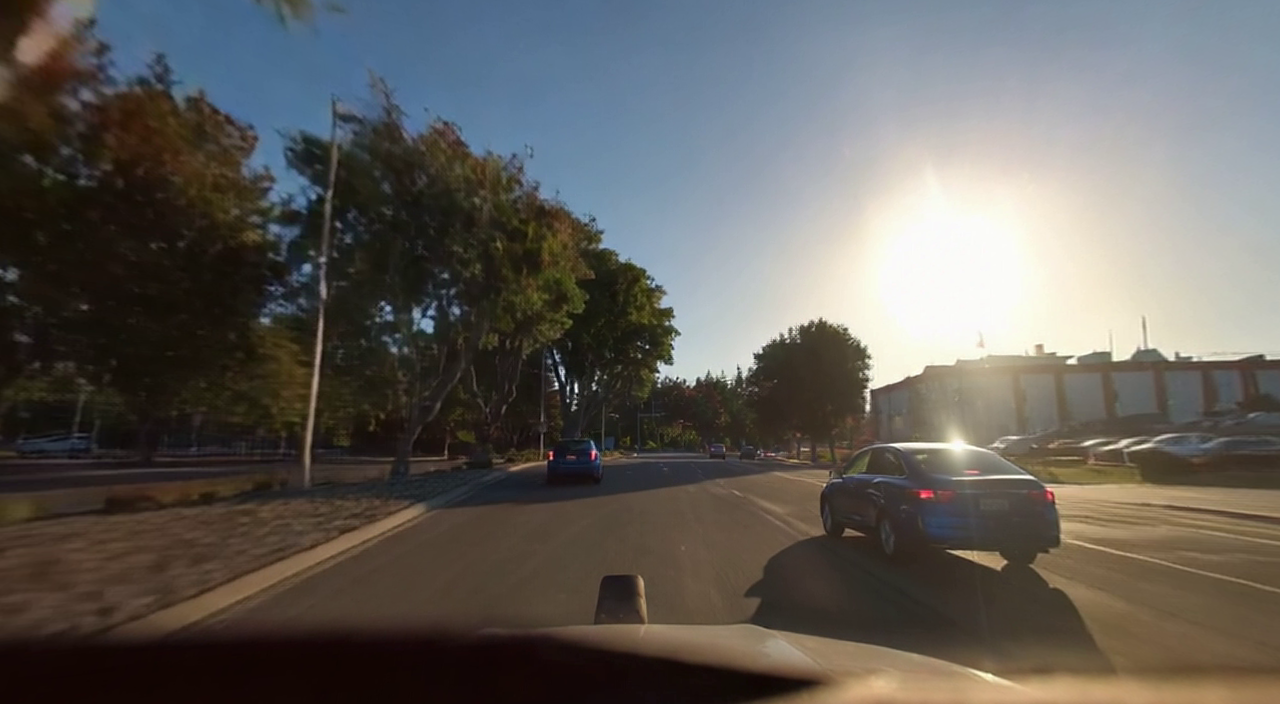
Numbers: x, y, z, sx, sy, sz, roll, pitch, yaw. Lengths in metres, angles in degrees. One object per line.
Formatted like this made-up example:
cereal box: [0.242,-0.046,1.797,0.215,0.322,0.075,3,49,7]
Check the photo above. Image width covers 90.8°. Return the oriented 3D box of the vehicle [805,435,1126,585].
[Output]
vehicle: [3.719,1.847,8.331,1.918,1.418,4.360,0,-8,0]

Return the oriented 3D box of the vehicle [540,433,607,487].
vehicle: [-2.255,3.748,22.298,2.085,1.693,4.301,1,-8,-4]

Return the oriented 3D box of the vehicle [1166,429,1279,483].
vehicle: [24.220,4.125,25.266,5.069,1.992,2.205,2,-9,-16]
